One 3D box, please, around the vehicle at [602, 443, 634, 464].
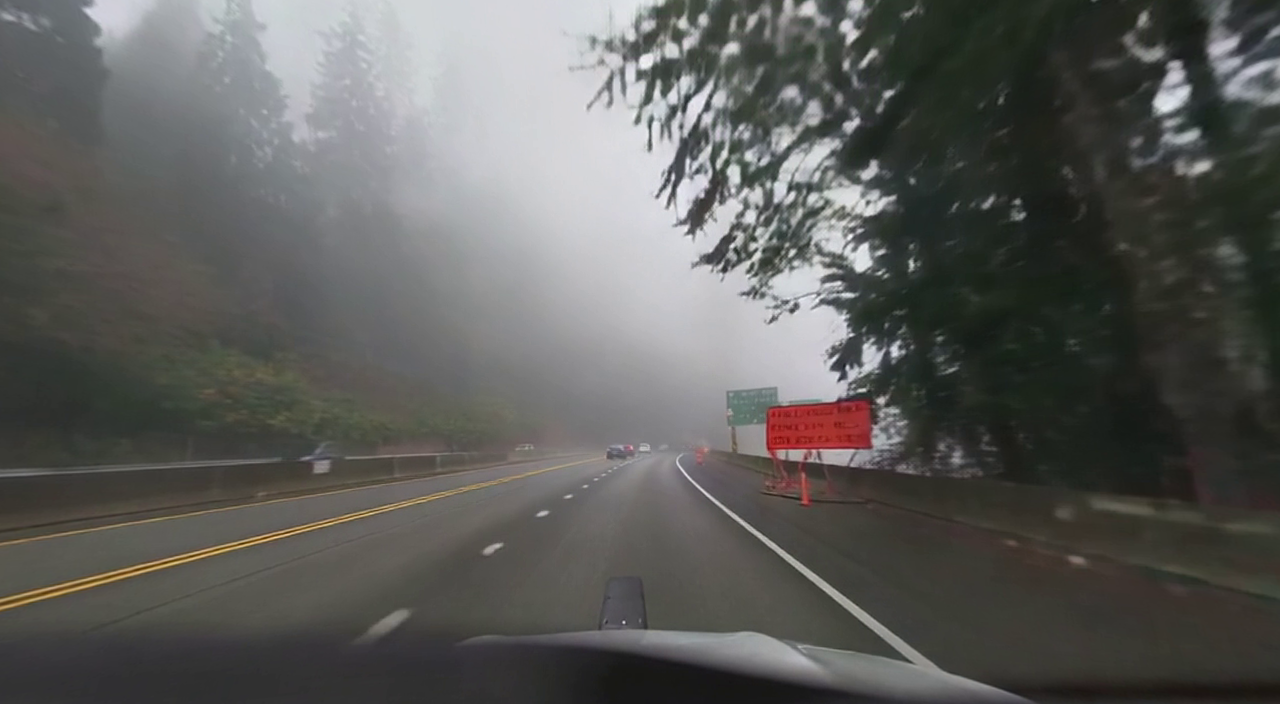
[{"bbox_3d":[-1.552,7.278,45.390,2.118,1.475,4.263,0,-8,1],"label":"vehicle"}]
